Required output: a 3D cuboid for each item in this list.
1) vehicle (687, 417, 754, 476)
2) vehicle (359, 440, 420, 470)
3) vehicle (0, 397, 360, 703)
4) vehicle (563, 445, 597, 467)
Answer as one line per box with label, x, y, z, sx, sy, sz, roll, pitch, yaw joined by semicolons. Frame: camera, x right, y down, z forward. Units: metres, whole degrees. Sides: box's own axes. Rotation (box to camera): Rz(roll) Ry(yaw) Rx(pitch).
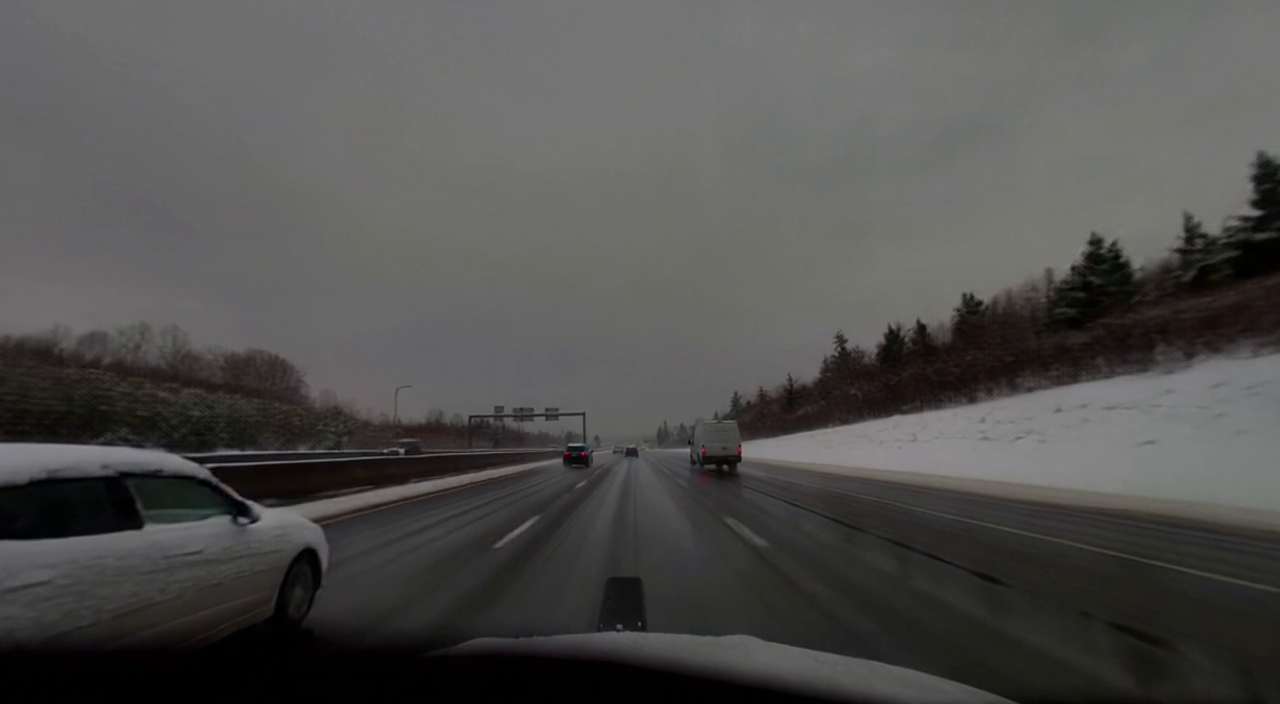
vehicle;3.836;4.702;31.248;2.361;2.636;5.684;0;-9;-1
vehicle;-15.459;6.396;39.133;1.931;1.721;4.375;0;-9;0
vehicle;-3.394;1.035;2.983;1.939;1.513;4.773;0;-9;0
vehicle;-4.342;7.621;46.131;2.054;1.529;4.368;0;-9;0
